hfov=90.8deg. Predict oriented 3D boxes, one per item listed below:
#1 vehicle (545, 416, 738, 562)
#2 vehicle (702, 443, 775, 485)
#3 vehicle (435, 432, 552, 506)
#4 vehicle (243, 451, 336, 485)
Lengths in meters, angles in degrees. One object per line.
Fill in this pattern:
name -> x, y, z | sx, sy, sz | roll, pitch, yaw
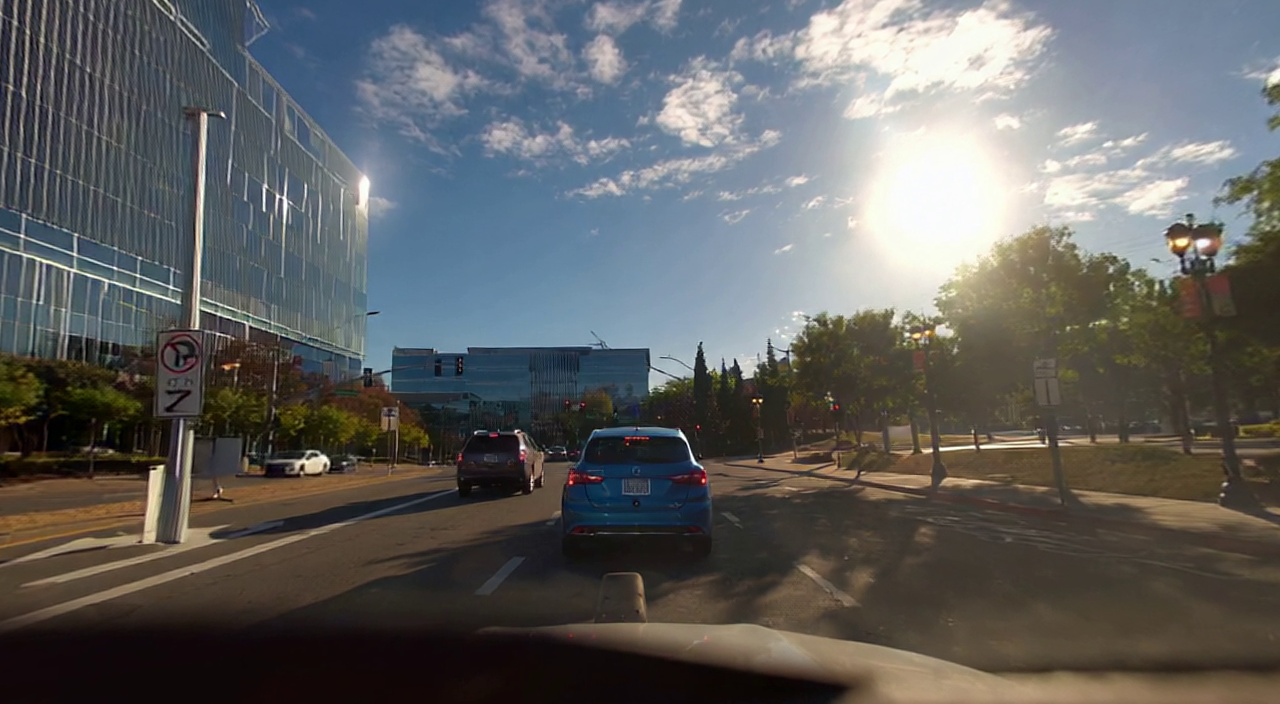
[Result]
vehicle -> -0.002, 1.880, 9.400 | 2.207, 1.659, 4.155 | 0, -8, 0
vehicle -> 3.680, 4.255, 24.450 | 2.082, 1.445, 4.426 | 0, -8, 0
vehicle -> -3.644, 2.981, 16.573 | 2.068, 1.678, 4.199 | 0, -8, 0
vehicle -> -16.591, 5.478, 30.177 | 1.826, 1.422, 4.490 | 0, -8, 0
